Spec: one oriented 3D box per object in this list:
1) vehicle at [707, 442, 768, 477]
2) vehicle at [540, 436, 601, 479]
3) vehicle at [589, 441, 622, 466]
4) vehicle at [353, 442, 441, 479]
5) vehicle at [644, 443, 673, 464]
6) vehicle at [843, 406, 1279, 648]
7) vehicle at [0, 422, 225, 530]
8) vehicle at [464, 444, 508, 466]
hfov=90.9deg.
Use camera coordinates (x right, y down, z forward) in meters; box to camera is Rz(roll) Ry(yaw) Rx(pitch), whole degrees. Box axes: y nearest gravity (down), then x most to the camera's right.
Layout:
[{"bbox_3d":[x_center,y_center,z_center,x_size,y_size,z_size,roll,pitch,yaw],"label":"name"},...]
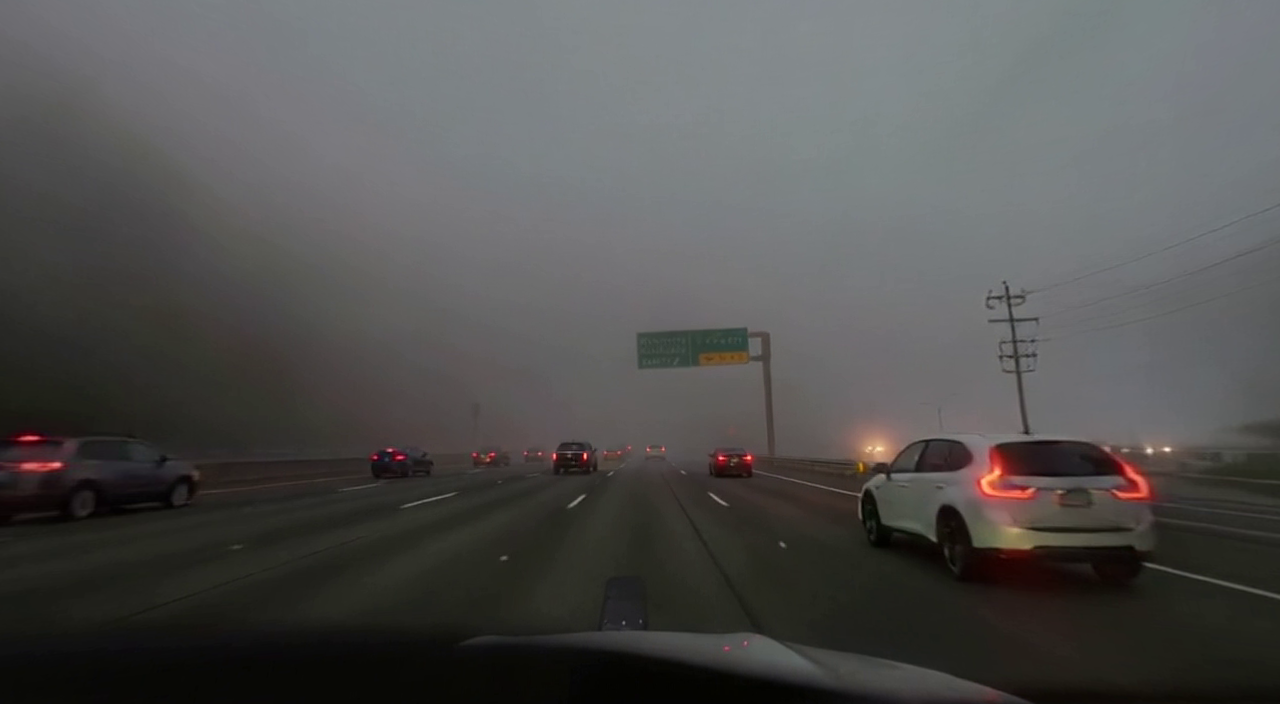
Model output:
[{"bbox_3d":[4.445,4.968,29.437,2.022,1.472,4.678,0,-8,-1],"label":"vehicle"},{"bbox_3d":[-3.039,4.723,28.577,2.133,1.775,4.530,0,-8,1],"label":"vehicle"},{"bbox_3d":[-2.478,7.456,46.522,2.133,1.668,4.505,0,-8,1],"label":"vehicle"},{"bbox_3d":[-10.546,4.713,27.737,1.926,1.479,4.688,0,-8,1],"label":"vehicle"},{"bbox_3d":[1.399,7.950,49.741,2.220,1.575,4.332,0,-8,0],"label":"vehicle"},{"bbox_3d":[3.827,1.471,6.401,2.036,1.580,4.360,0,-8,0],"label":"vehicle"},{"bbox_3d":[-10.791,2.313,12.342,2.137,1.690,4.630,0,-8,1],"label":"vehicle"},{"bbox_3d":[-10.799,7.210,44.481,1.877,1.458,4.543,0,-8,1],"label":"vehicle"}]
